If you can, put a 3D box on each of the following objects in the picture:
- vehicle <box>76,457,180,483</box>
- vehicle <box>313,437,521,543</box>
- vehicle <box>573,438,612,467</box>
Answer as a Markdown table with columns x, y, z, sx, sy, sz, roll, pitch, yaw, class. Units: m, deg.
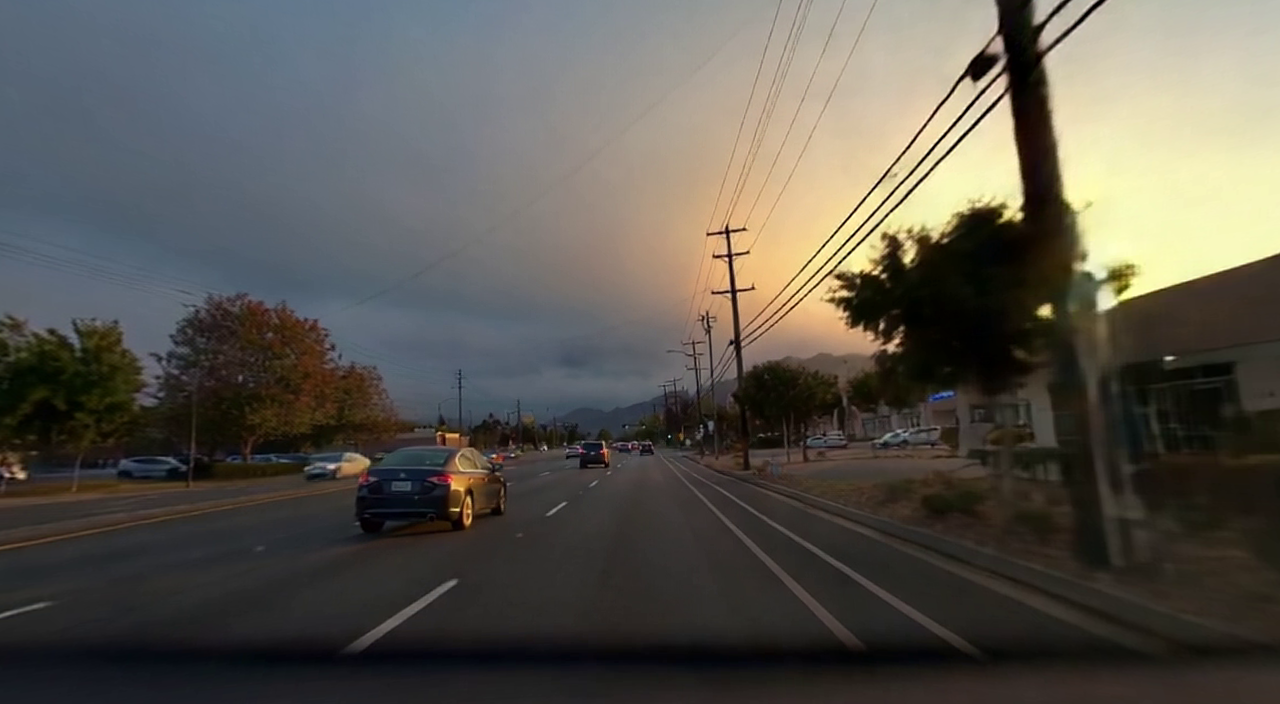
| x | y | z | sx | sy | sz | roll | pitch | yaw | class |
| --- | --- | --- | --- | --- | --- | --- | --- | --- | --- |
| -40.153 | 9.256 | 49.619 | 5.876 | 1.927 | 2.237 | 4 | -10 | -26 | vehicle |
| -3.571 | 2.283 | 11.143 | 1.942 | 1.469 | 4.426 | 0 | -9 | 2 | vehicle |
| -3.010 | 6.524 | 40.830 | 2.087 | 1.736 | 4.311 | 0 | -9 | 2 | vehicle |
